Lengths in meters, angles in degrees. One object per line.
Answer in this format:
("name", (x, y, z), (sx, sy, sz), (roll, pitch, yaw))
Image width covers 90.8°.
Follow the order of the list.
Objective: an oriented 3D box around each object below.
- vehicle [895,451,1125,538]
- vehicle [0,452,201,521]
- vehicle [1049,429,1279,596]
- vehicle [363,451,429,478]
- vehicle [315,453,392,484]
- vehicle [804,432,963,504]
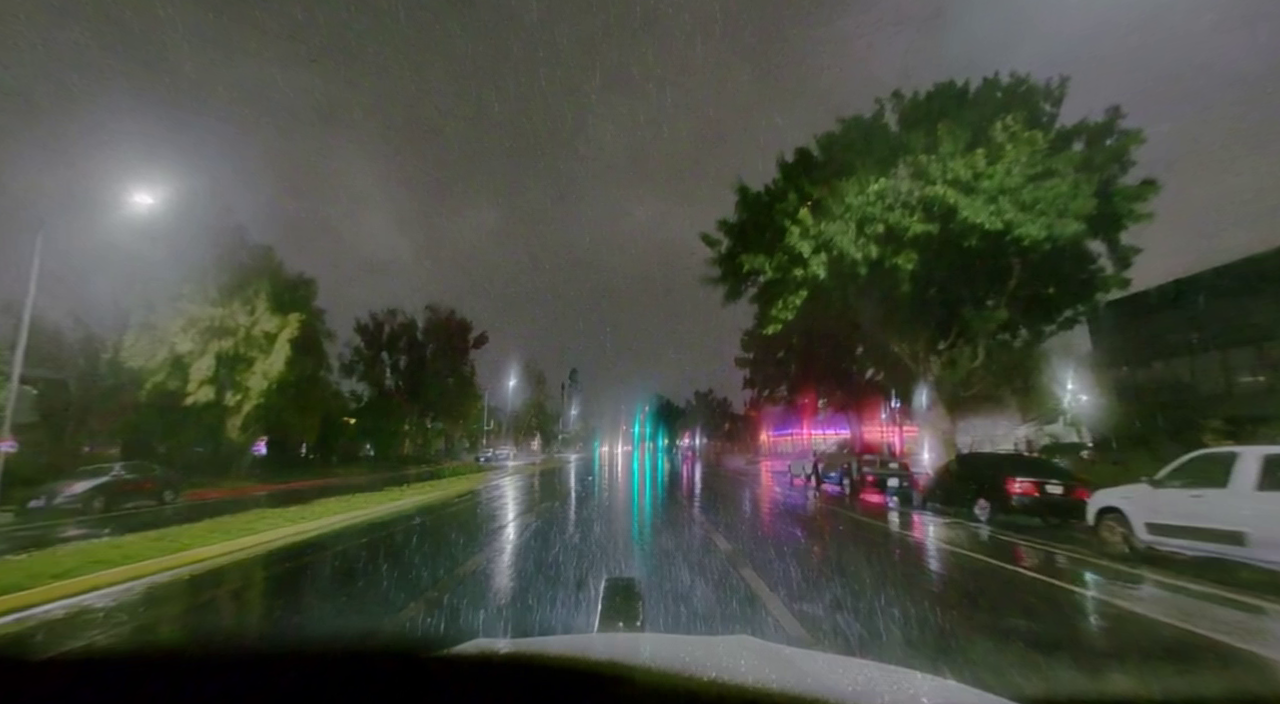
("vehicle", (7.274, 2.808, 13.153), (1.845, 1.428, 4.668), (0, -9, -2))
("vehicle", (-14.840, 3.642, 17.713), (1.936, 1.646, 4.375), (0, -9, -1))
("vehicle", (7.389, 1.734, 7.180), (1.975, 1.656, 5.200), (0, -9, 0))
("vehicle", (-14.731, 6.822, 38.484), (2.124, 1.501, 4.807), (0, -9, -1))
("vehicle", (-14.889, 6.045, 33.119), (1.836, 1.473, 4.413), (-1, -9, 2))
("vehicle", (7.346, 3.588, 20.090), (2.610, 1.915, 6.019), (0, -9, 0))
